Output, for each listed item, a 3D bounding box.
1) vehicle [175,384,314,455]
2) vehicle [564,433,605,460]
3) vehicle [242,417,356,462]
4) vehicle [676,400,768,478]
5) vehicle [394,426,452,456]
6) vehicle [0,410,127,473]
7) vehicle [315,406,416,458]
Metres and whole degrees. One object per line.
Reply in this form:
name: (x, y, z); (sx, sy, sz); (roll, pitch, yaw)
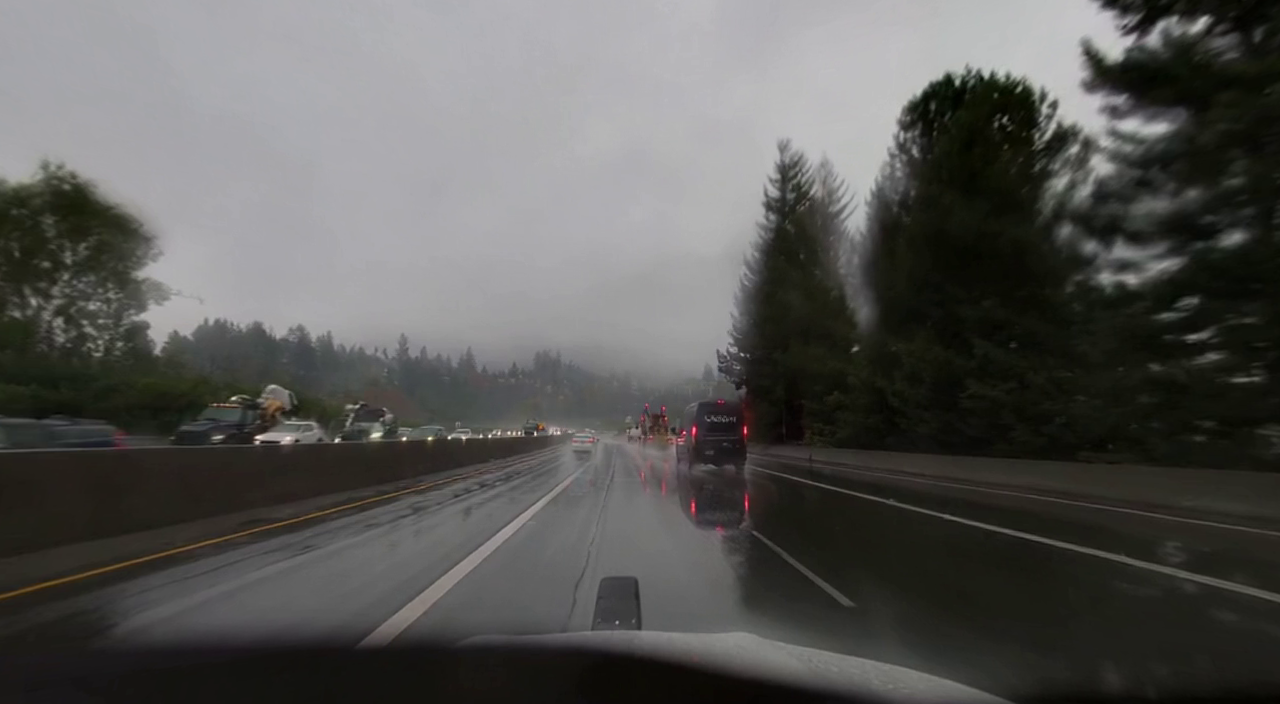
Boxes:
vehicle: (-23.016, 4.122, 37.446); (2.994, 3.779, 8.255); (0, -8, -1)
vehicle: (-3.249, 5.631, 37.693); (2.217, 1.502, 4.222); (0, -8, -2)
vehicle: (-15.050, 3.908, 28.273); (2.387, 1.839, 5.110); (0, -8, -2)
vehicle: (2.839, 3.226, 23.472); (2.386, 2.509, 5.880); (0, -8, -3)
vehicle: (-12.191, 5.034, 35.673); (1.883, 1.546, 4.149); (0, -8, -2)
vehicle: (-18.861, 2.828, 19.954); (1.857, 1.778, 3.999); (0, -8, -2)
vehicle: (-15.341, 4.574, 35.834); (2.663, 2.619, 7.101); (0, -8, -1)
